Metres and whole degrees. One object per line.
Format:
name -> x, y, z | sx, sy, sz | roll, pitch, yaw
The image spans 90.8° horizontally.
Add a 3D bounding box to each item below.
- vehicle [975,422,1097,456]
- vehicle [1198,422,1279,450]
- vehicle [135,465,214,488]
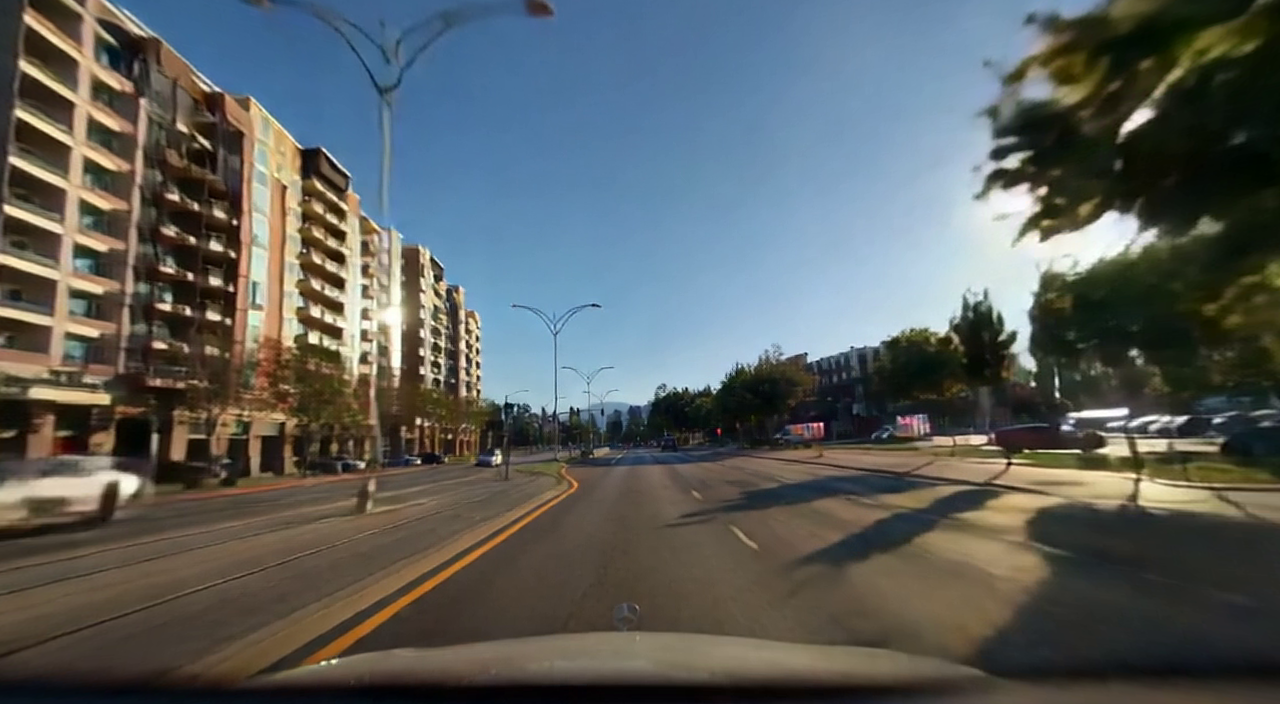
vehicle -> 20.067, 4.450, 32.192 | 4.745, 1.675, 2.096 | 0, -9, 0
vehicle -> 33.595, 4.667, 34.771 | 1.818, 1.427, 4.239 | 0, -9, -1
vehicle -> -30.380, 8.115, 41.280 | 3.705, 1.403, 1.762 | 0, -9, 2
